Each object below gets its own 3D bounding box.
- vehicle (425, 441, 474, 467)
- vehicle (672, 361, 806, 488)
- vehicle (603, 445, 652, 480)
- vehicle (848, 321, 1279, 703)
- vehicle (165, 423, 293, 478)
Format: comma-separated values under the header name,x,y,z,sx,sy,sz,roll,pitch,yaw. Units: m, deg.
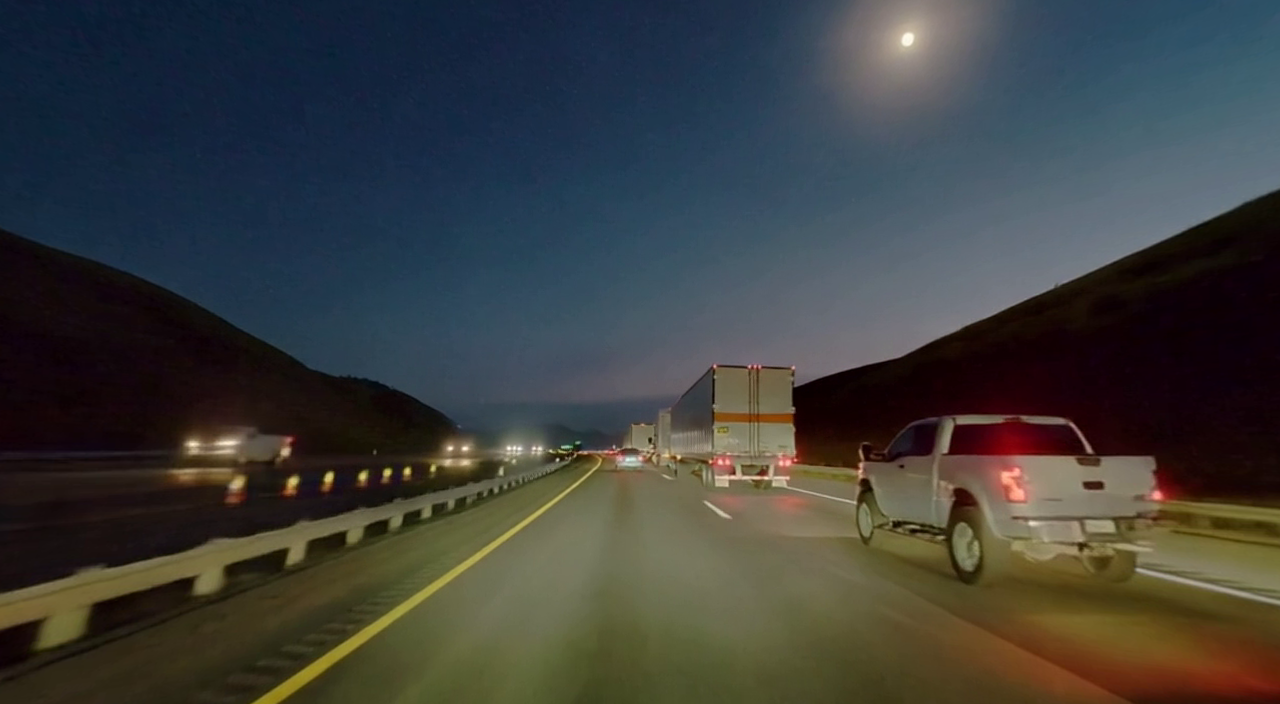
name,x,y,z,sx,sy,sz,roll,pitch,yaw
vehicle,-11.706,6.318,39.051,1.803,1.471,4.299,0,-9,-1
vehicle,3.540,3.447,27.615,2.911,4.099,14.578,0,-9,-2
vehicle,-0.607,4.855,27.893,2.029,1.437,3.794,0,-9,-3
vehicle,3.900,1.212,5.859,2.034,1.968,5.221,0,-9,-1
vehicle,-15.497,3.758,24.163,1.961,1.903,4.375,0,-9,-1
